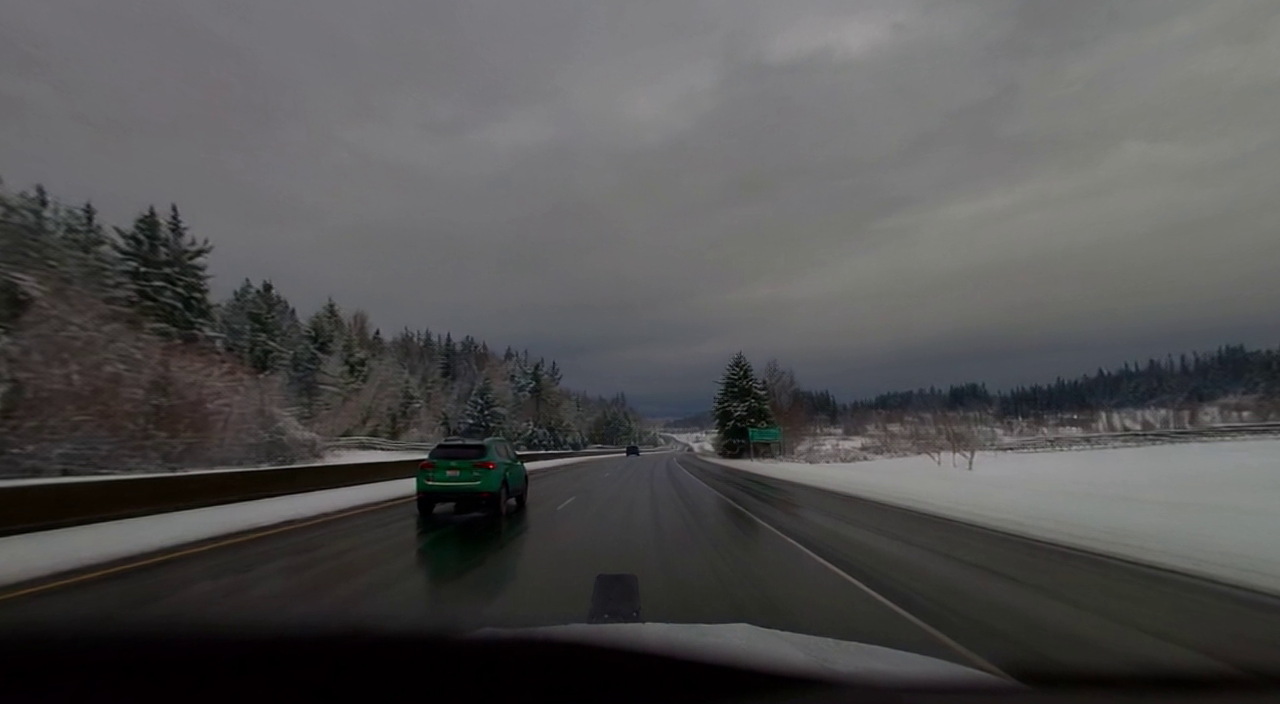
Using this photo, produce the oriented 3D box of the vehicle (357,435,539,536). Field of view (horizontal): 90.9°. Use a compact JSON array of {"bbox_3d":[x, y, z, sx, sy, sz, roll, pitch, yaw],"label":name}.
[{"bbox_3d":[-3.197,2.312,11.496,1.934,1.486,4.115,0,-9,1],"label":"vehicle"}]
